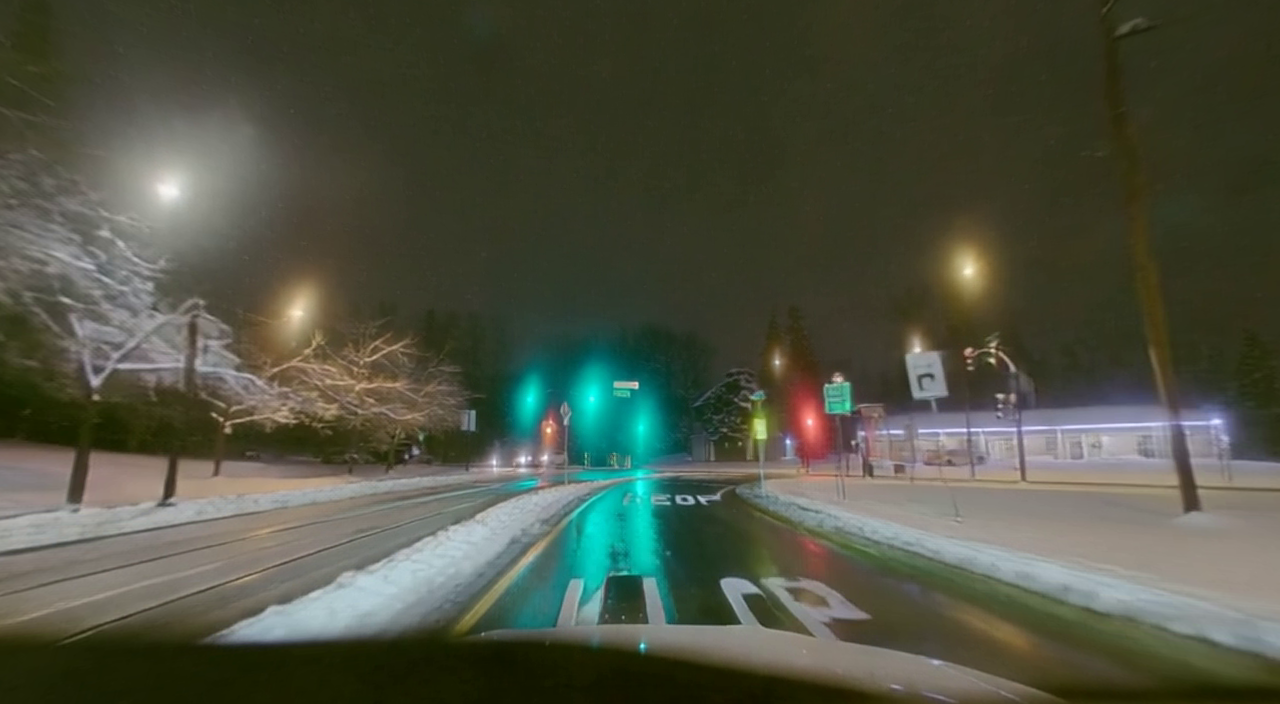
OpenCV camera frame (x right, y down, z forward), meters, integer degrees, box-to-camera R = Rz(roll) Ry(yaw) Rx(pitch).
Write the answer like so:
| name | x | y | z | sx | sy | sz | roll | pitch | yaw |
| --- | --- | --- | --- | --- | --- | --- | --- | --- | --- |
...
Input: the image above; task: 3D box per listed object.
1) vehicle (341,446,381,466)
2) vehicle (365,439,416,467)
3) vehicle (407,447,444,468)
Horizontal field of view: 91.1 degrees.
| name | x | y | z | sx | sy | sz | roll | pitch | yaw |
| --- | --- | --- | --- | --- | --- | --- | --- | --- | --- |
| vehicle | -21.705 | 8.104 | 48.915 | 1.799 | 1.422 | 3.890 | 3 | -8 | -9 |
| vehicle | -18.351 | 7.482 | 46.470 | 2.337 | 1.934 | 4.843 | 2 | -9 | -8 |
| vehicle | -15.311 | 7.553 | 45.009 | 1.789 | 1.399 | 4.236 | 2 | -9 | -9 |
